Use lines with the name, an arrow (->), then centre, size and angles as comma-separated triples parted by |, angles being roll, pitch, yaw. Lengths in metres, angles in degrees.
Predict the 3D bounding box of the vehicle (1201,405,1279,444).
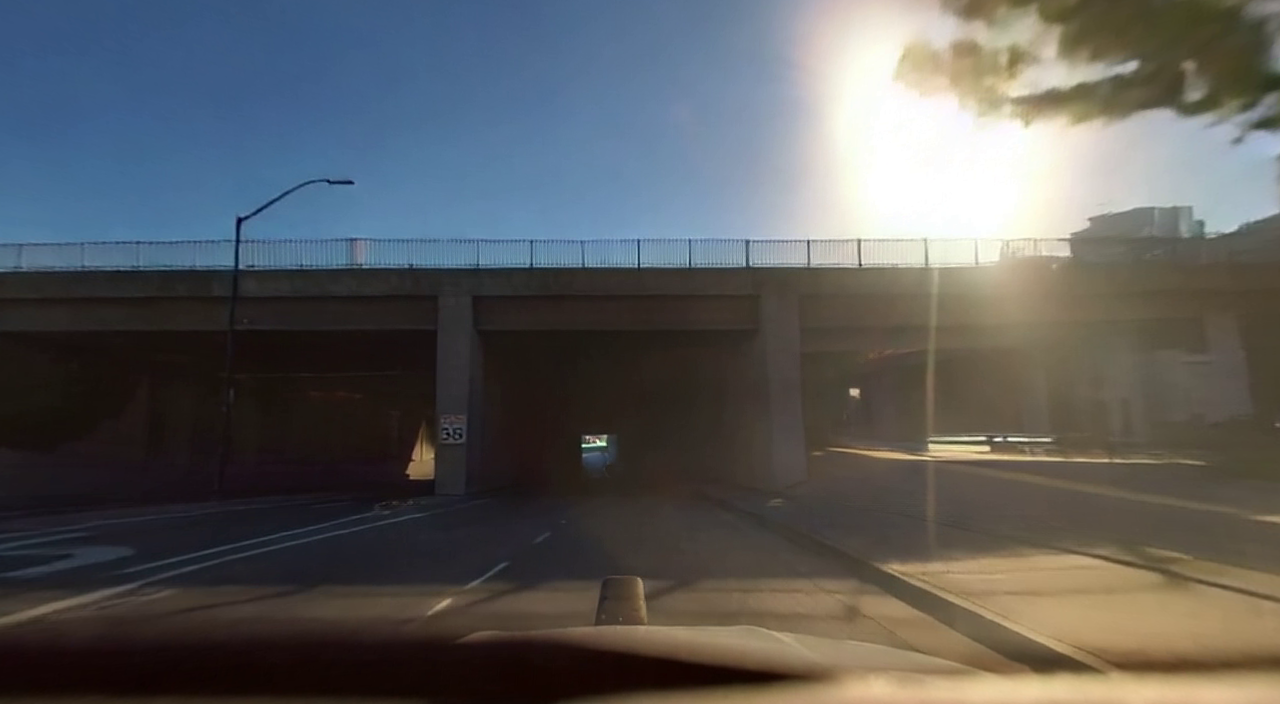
vehicle -> 25.298, 2.933, 25.165 | 1.931, 1.465, 4.207 | 0, -8, -2
